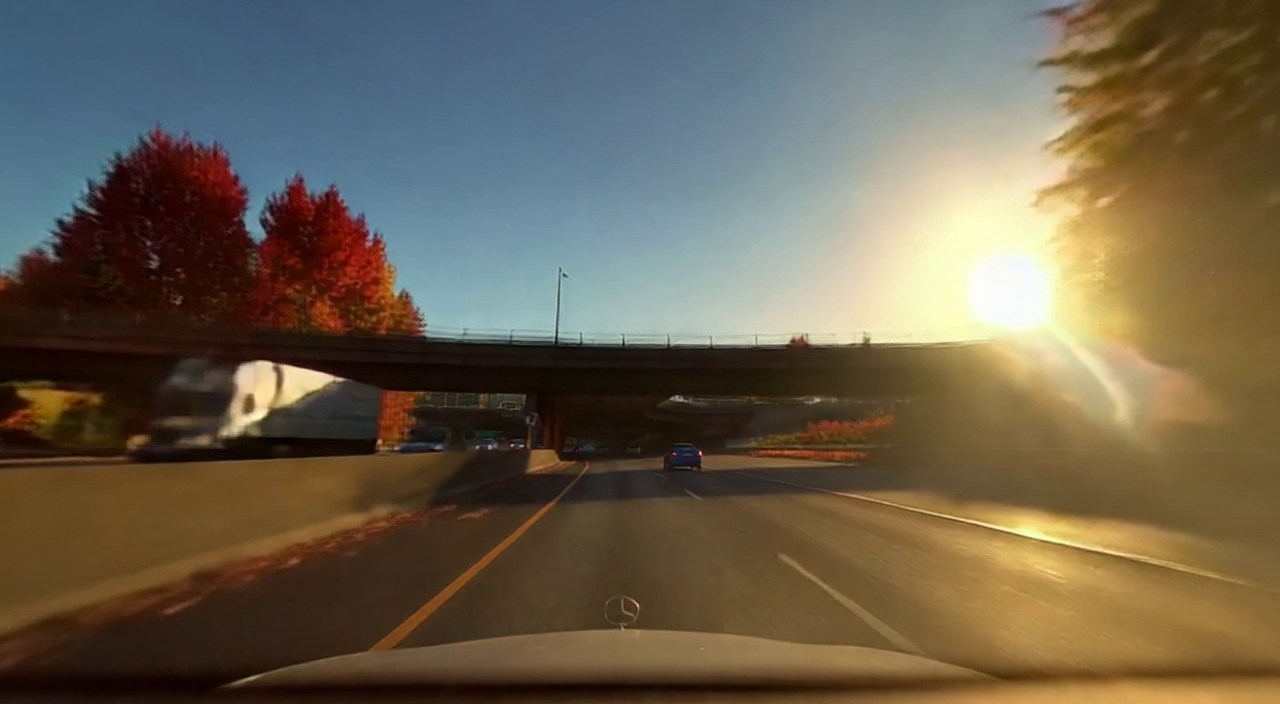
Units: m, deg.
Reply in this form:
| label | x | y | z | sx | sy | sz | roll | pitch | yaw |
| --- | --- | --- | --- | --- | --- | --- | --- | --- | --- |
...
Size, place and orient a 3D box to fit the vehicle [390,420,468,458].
| label | x | y | z | sx | sy | sz | roll | pitch | yaw |
| --- | --- | --- | --- | --- | --- | --- | --- | --- | --- |
| vehicle | -9.880 | 4.173 | 29.842 | 2.221 | 1.667 | 4.696 | 0 | -9 | -2 |

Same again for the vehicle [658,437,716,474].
| label | x | y | z | sx | sy | sz | roll | pitch | yaw |
| --- | --- | --- | --- | --- | --- | --- | --- | --- | --- |
| vehicle | 2.189 | 5.025 | 30.461 | 2.337 | 1.633 | 4.222 | 0 | -9 | -2 |

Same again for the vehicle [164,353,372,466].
| label | x | y | z | sx | sy | sz | roll | pitch | yaw |
| --- | --- | --- | --- | --- | --- | --- | --- | --- | --- |
| vehicle | -13.878 | 2.524 | 24.664 | 2.932 | 3.621 | 8.904 | 0 | -9 | -2 |
